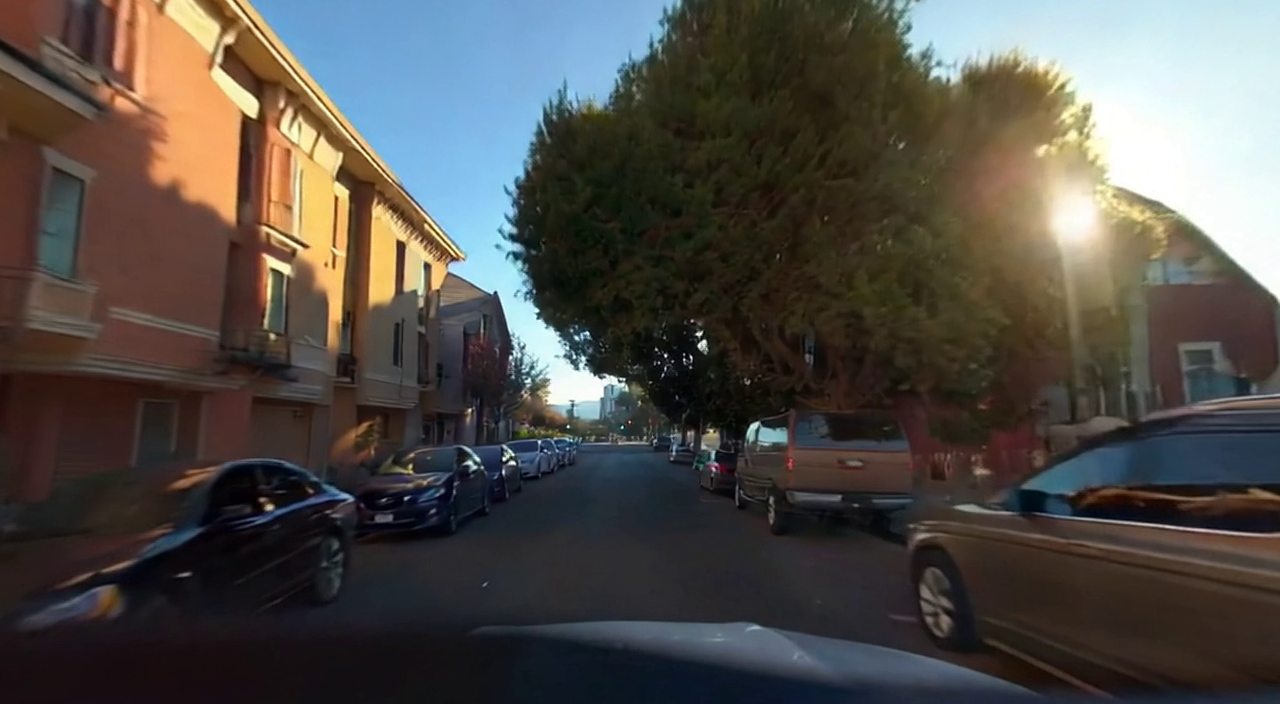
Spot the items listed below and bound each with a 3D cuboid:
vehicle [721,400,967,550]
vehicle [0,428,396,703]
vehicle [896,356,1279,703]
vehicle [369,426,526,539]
[{"bbox_3d":[3.093,1.994,11.065,2.379,1.999,5.013,0,-8,-3],"label":"vehicle"},{"bbox_3d":[-3.384,1.338,4.570,1.885,1.433,3.714,-2,-6,-2],"label":"vehicle"},{"bbox_3d":[3.120,1.024,2.886,2.032,1.684,4.564,3,-8,0],"label":"vehicle"},{"bbox_3d":[-3.579,2.396,12.632,1.880,1.608,4.729,-2,-5,-3],"label":"vehicle"}]
